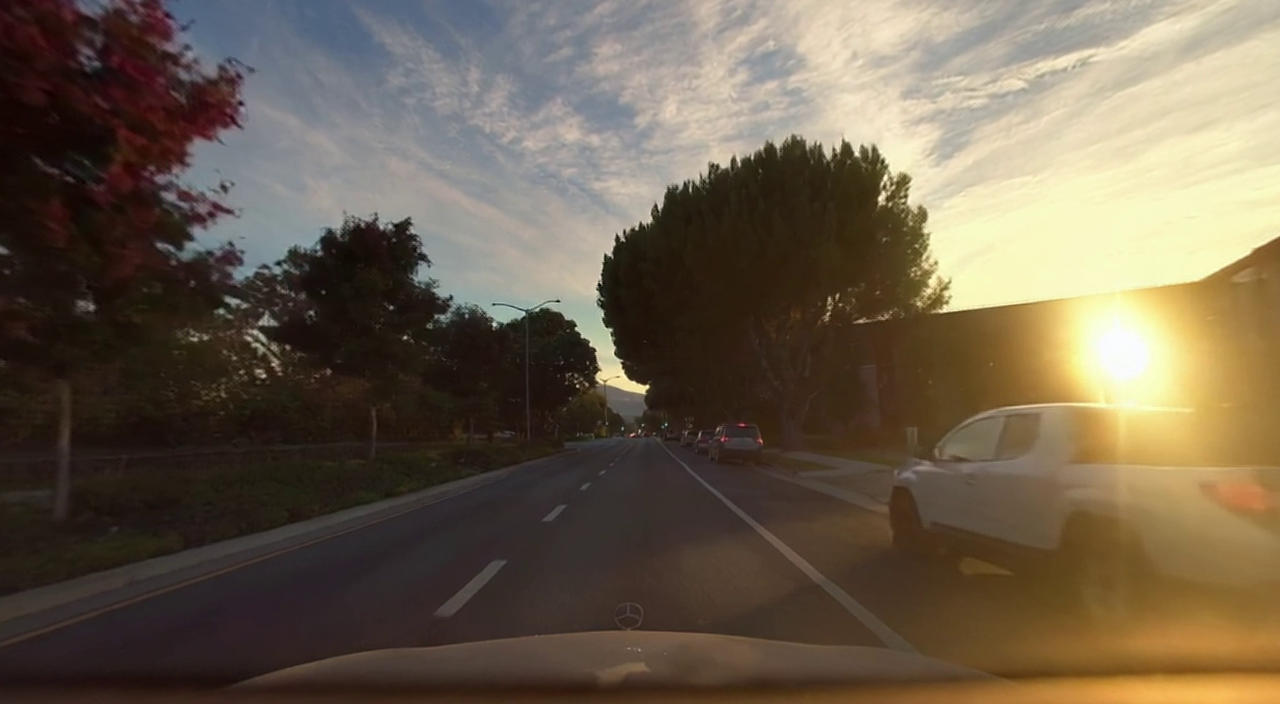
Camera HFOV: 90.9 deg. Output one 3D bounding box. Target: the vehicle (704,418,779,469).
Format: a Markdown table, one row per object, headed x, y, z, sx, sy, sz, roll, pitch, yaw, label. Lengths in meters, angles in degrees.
| x | y | z | sx | sy | sz | roll | pitch | yaw | label |
| --- | --- | --- | --- | --- | --- | --- | --- | --- | --- |
| 4.060 | 3.743 | 26.030 | 2.226 | 1.889 | 4.543 | 0 | -8 | -1 | vehicle |

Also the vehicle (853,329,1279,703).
| x | y | z | sx | sy | sz | roll | pitch | yaw | label |
| --- | --- | --- | --- | --- | --- | --- | --- | --- | --- |
| 3.726 | 1.080 | 4.945 | 2.250 | 1.720 | 5.033 | 0 | -8 | -1 | vehicle |
